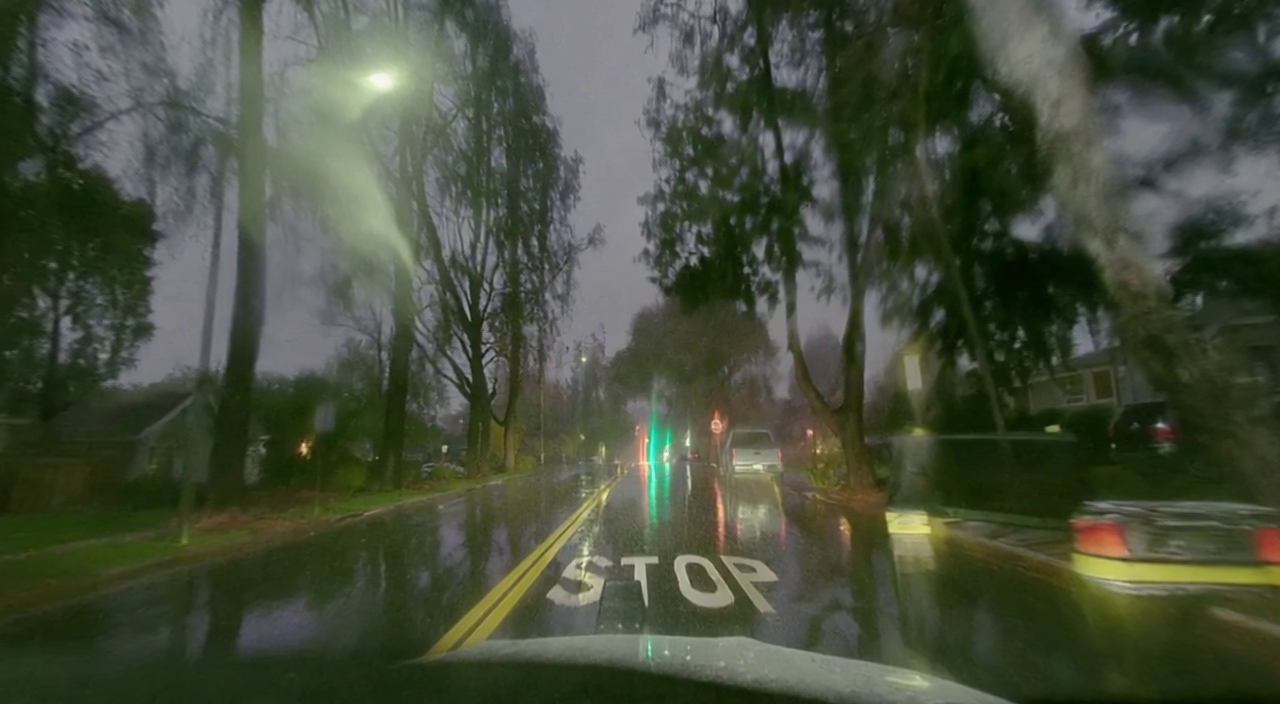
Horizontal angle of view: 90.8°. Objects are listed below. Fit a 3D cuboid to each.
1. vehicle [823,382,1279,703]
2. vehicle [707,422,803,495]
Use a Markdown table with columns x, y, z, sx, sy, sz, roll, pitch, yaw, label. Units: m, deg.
| x | y | z | sx | sy | sz | roll | pitch | yaw | label |
| --- | --- | --- | --- | --- | --- | --- | --- | --- | --- |
| 2.958 | 1.151 | 3.893 | 1.969 | 1.549 | 5.038 | 0 | -9 | -2 | vehicle |
| 3.273 | 3.155 | 18.943 | 2.109 | 1.875 | 4.488 | -1 | -9 | 1 | vehicle |
